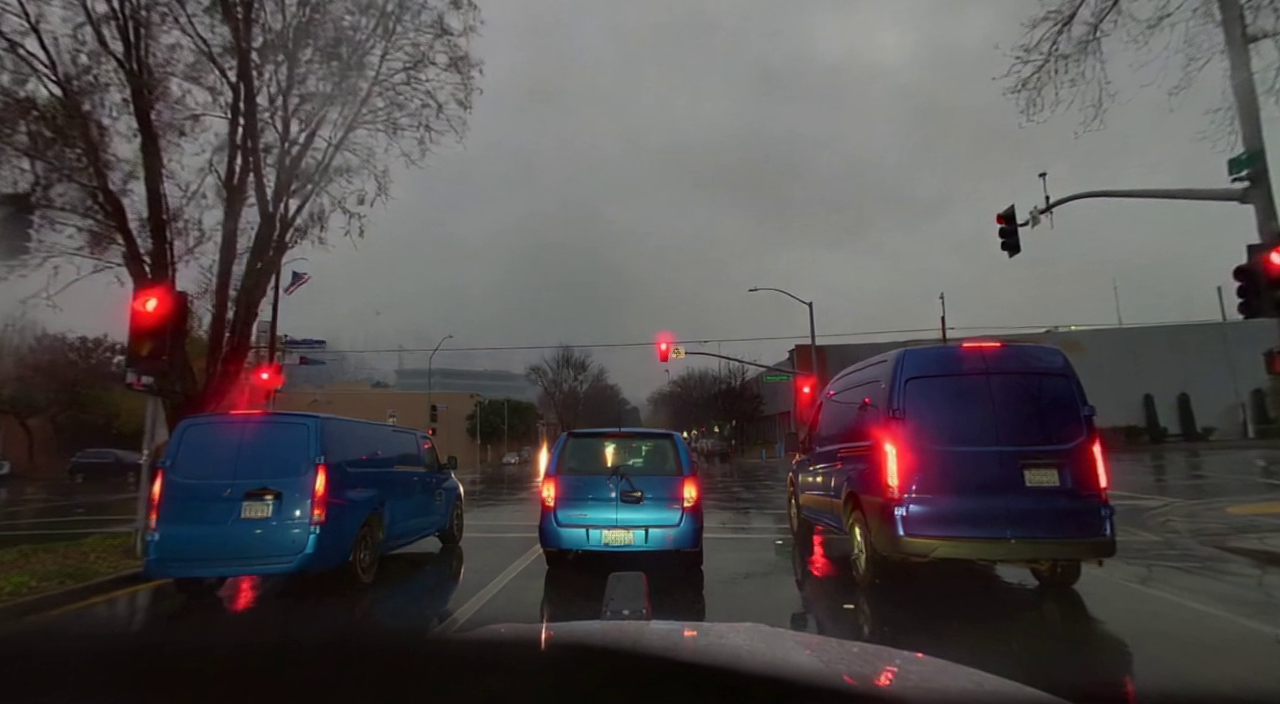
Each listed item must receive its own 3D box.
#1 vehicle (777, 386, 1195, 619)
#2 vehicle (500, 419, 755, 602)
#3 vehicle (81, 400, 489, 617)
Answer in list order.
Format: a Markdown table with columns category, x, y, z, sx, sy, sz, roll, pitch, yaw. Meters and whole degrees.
| category | x | y | z | sx | sy | sz | roll | pitch | yaw |
| --- | --- | --- | --- | --- | --- | --- | --- | --- | --- |
| vehicle | 3.093 | 1.465 | 7.029 | 2.178 | 1.746 | 4.400 | 0 | -9 | 1 |
| vehicle | -0.140 | 1.623 | 7.349 | 2.098 | 1.494 | 4.118 | 0 | -9 | -1 |
| vehicle | -3.303 | 1.529 | 7.030 | 2.024 | 1.677 | 3.998 | -1 | -9 | 3 |
